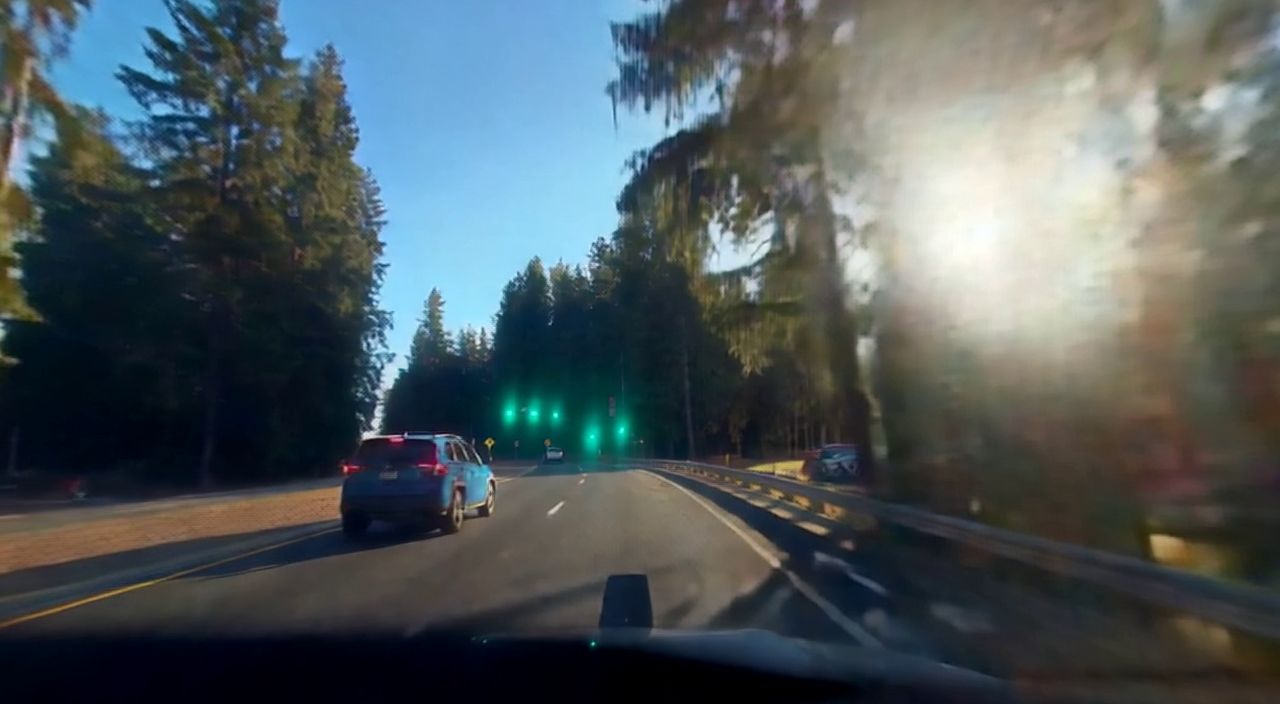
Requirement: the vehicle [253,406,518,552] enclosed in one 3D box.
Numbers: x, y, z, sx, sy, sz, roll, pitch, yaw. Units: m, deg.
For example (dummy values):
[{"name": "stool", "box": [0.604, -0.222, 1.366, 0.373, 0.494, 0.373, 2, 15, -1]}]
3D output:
[{"name": "vehicle", "box": [-3.754, 2.002, 10.656, 2.336, 1.857, 4.986, 0, -8, 1]}]
